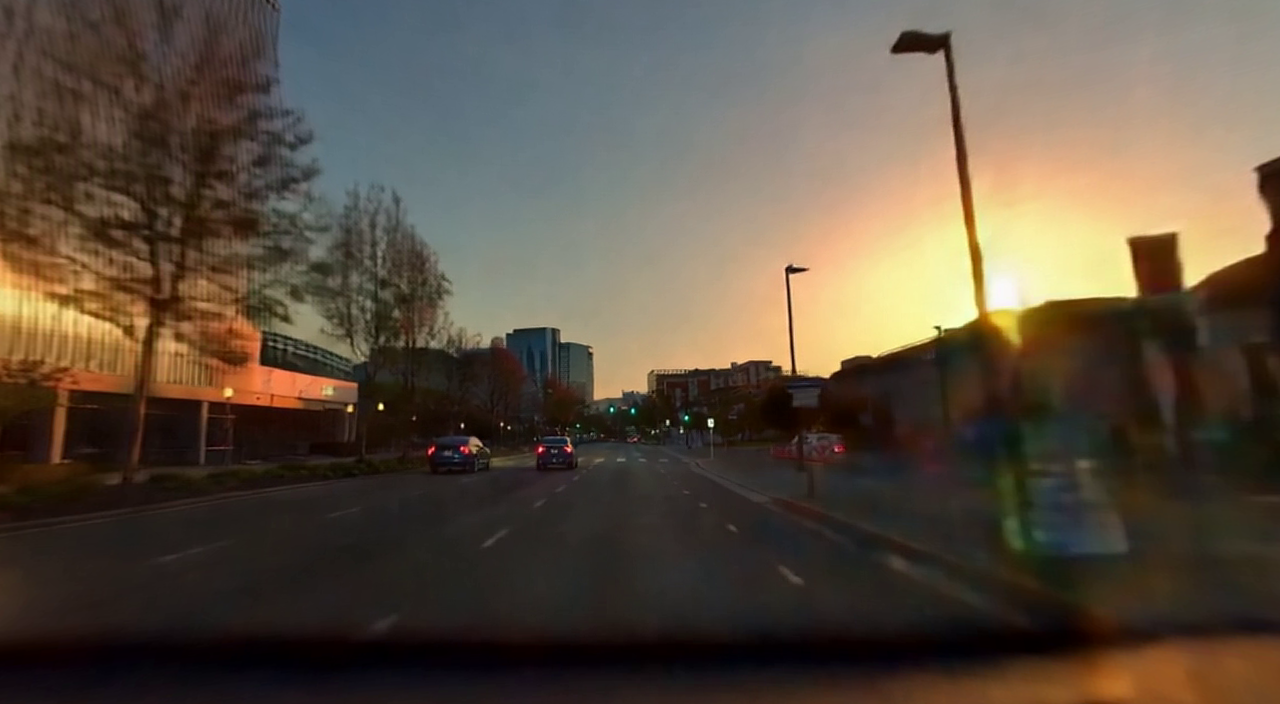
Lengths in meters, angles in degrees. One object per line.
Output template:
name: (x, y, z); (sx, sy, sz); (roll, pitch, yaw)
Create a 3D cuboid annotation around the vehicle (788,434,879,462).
vehicle: (10.782, 5.382, 35.450); (4.513, 1.541, 1.948); (-1, -8, 5)

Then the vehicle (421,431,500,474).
vehicle: (-7.160, 4.051, 25.689); (1.909, 1.605, 4.561); (0, -8, 0)

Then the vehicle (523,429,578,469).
vehicle: (-4.166, 4.599, 30.112); (2.052, 1.729, 4.195); (0, -8, -1)
